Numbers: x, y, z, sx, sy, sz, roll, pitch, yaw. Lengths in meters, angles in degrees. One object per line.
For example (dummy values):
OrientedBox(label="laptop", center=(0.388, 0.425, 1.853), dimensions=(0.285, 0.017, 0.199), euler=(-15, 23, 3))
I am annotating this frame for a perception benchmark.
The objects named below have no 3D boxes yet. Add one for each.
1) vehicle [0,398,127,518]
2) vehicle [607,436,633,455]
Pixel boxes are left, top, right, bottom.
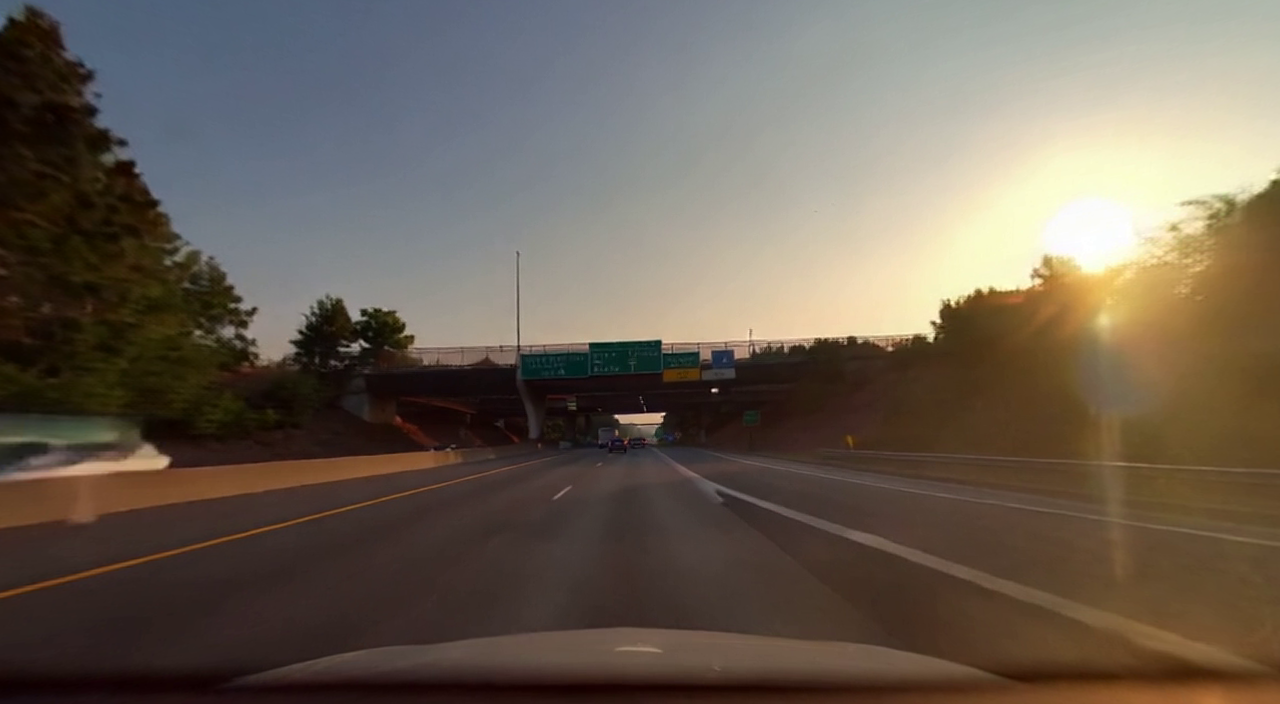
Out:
OrientedBox(label="vehicle", center=(-16.315, 2.575, 15.326), dimensions=(2.555, 2.773, 5.874), euler=(0, -8, 0))
OrientedBox(label="vehicle", center=(-1.623, 7.391, 49.984), dimensions=(1.952, 1.438, 3.702), euler=(0, -8, -3))
